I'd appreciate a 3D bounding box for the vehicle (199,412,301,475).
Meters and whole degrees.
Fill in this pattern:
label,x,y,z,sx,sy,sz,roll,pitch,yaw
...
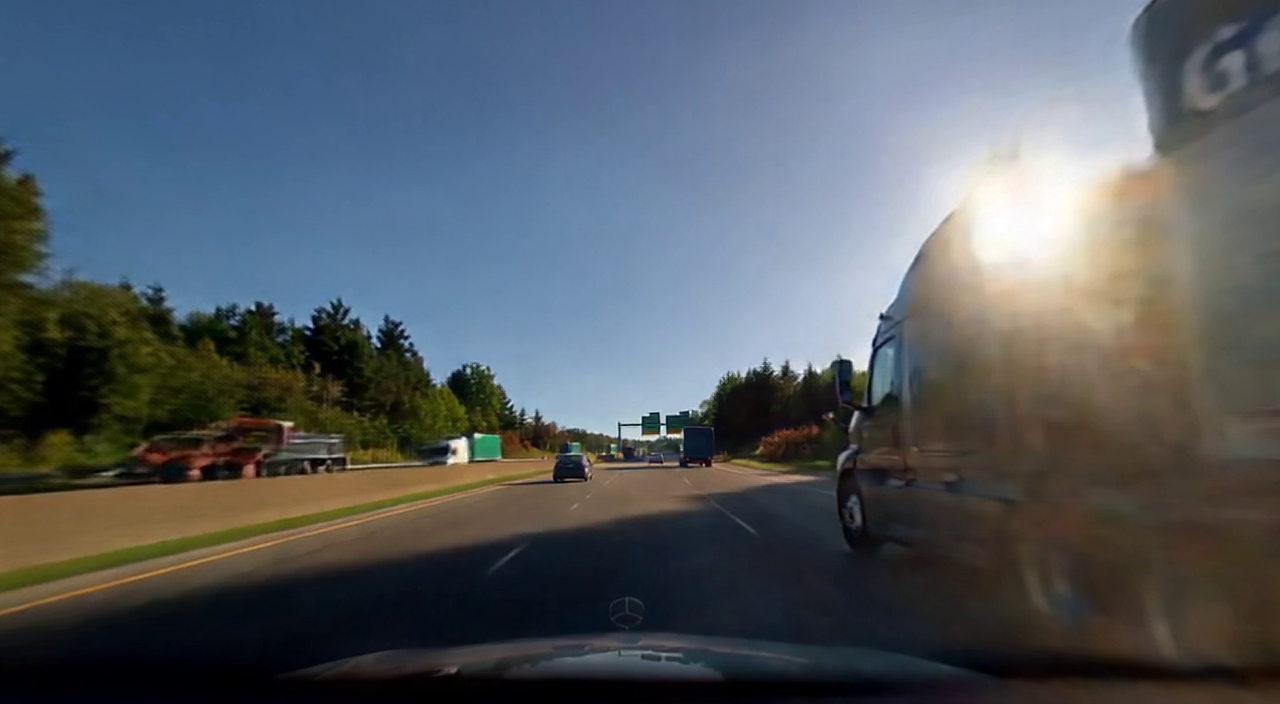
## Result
label,x,y,z,sx,sy,sz,roll,pitch,yaw
vehicle,-22.301,5.313,36.377,2.385,3.298,5.011,-1,-9,2

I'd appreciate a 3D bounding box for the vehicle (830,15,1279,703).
label,x,y,z,sx,sy,sz,roll,pitch,yaw
vehicle,4.411,0.368,6.356,3.020,3.962,5.781,0,-9,-1

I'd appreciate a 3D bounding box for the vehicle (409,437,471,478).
label,x,y,z,sx,sy,sz,roll,pitch,yaw
vehicle,-14.137,7.489,44.897,2.210,2.679,5.840,-1,-9,3

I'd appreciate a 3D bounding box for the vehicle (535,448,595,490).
label,x,y,z,sx,sy,sz,roll,pitch,yaw
vehicle,-3.033,4.867,26.499,1.960,1.579,4.384,0,-9,0

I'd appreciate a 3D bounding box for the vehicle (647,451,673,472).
label,x,y,z,sx,sy,sz,roll,pitch,yaw
vehicle,1.567,8.622,49.797,1.957,1.541,4.099,0,-9,1

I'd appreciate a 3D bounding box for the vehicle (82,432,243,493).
label,x,y,z,sx,sy,sz,roll,pitch,yaw
vehicle,-22.398,5.228,30.098,2.614,2.602,6.122,0,-9,2
